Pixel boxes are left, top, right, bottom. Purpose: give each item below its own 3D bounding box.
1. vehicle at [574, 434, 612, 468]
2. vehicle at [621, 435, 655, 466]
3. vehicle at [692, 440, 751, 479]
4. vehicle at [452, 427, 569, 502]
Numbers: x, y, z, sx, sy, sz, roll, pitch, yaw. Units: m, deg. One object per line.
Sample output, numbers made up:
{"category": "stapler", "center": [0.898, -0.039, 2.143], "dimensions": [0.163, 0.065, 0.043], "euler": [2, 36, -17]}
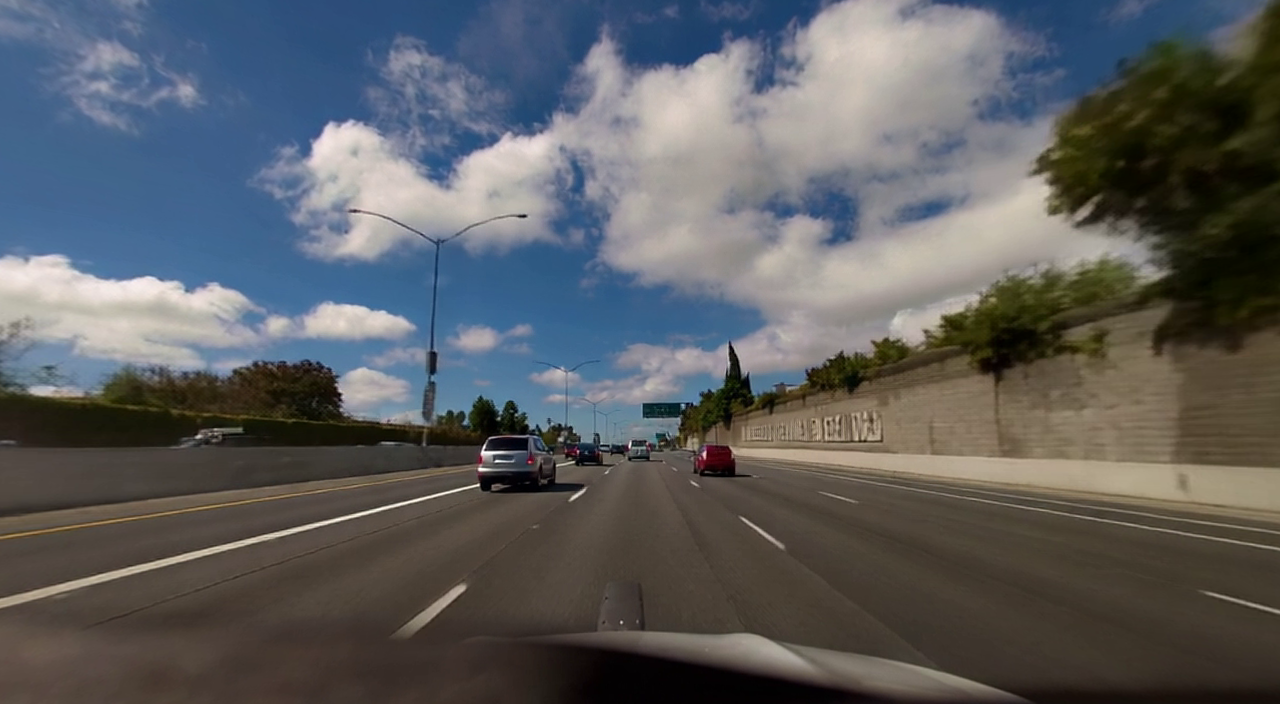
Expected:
{"category": "vehicle", "center": [-3.286, 7.016, 44.780], "dimensions": [2.378, 2.214, 4.352], "euler": [0, -9, 0]}
{"category": "vehicle", "center": [-0.106, 7.615, 48.887], "dimensions": [2.485, 2.215, 5.199], "euler": [0, -9, 0]}
{"category": "vehicle", "center": [3.922, 5.269, 31.092], "dimensions": [2.224, 1.752, 4.487], "euler": [1, -9, -1]}
{"category": "vehicle", "center": [-3.519, 3.192, 18.366], "dimensions": [2.184, 1.819, 5.441], "euler": [0, -9, 1]}
